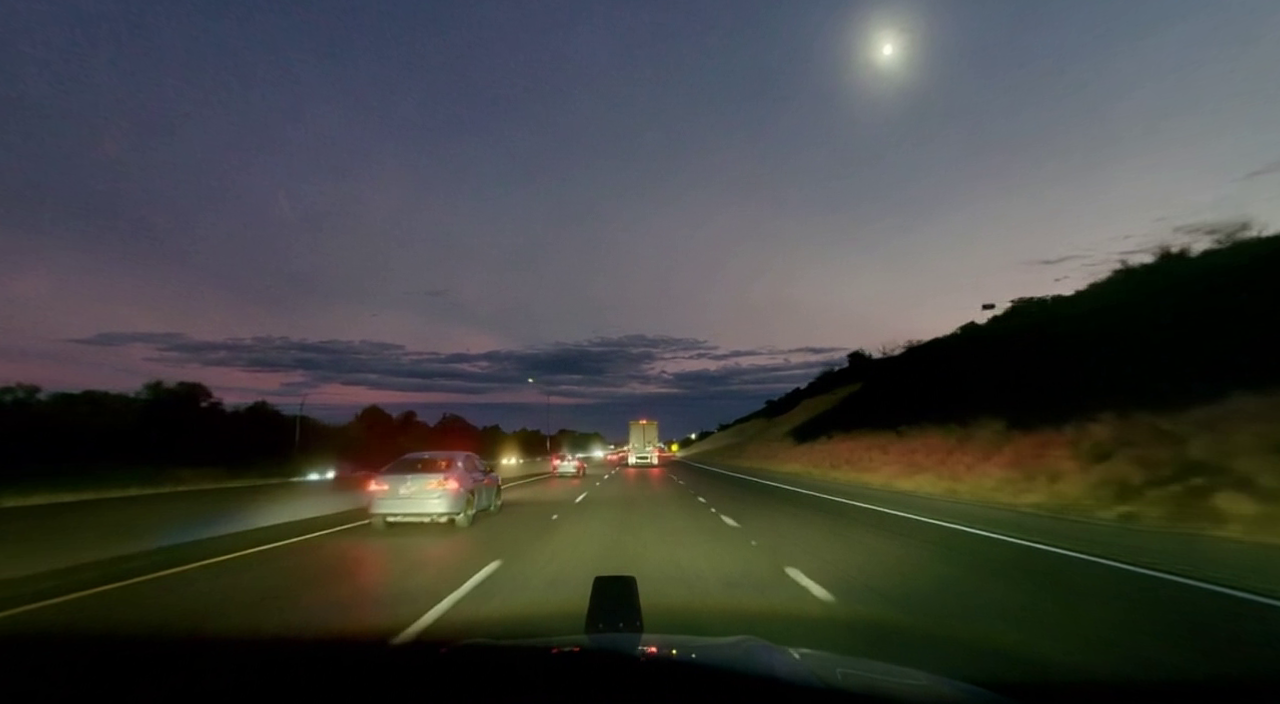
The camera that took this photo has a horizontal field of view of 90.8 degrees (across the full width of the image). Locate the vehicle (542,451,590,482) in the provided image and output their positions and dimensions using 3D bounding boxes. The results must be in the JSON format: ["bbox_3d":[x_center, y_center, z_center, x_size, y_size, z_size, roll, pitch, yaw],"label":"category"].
[{"bbox_3d":[-3.922,6.153,34.080,2.051,1.537,4.111,0,-9,0],"label":"vehicle"}]

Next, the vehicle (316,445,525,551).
[{"bbox_3d":[-3.594,2.471,11.490,2.053,1.489,4.740,0,-9,1],"label":"vehicle"}]
